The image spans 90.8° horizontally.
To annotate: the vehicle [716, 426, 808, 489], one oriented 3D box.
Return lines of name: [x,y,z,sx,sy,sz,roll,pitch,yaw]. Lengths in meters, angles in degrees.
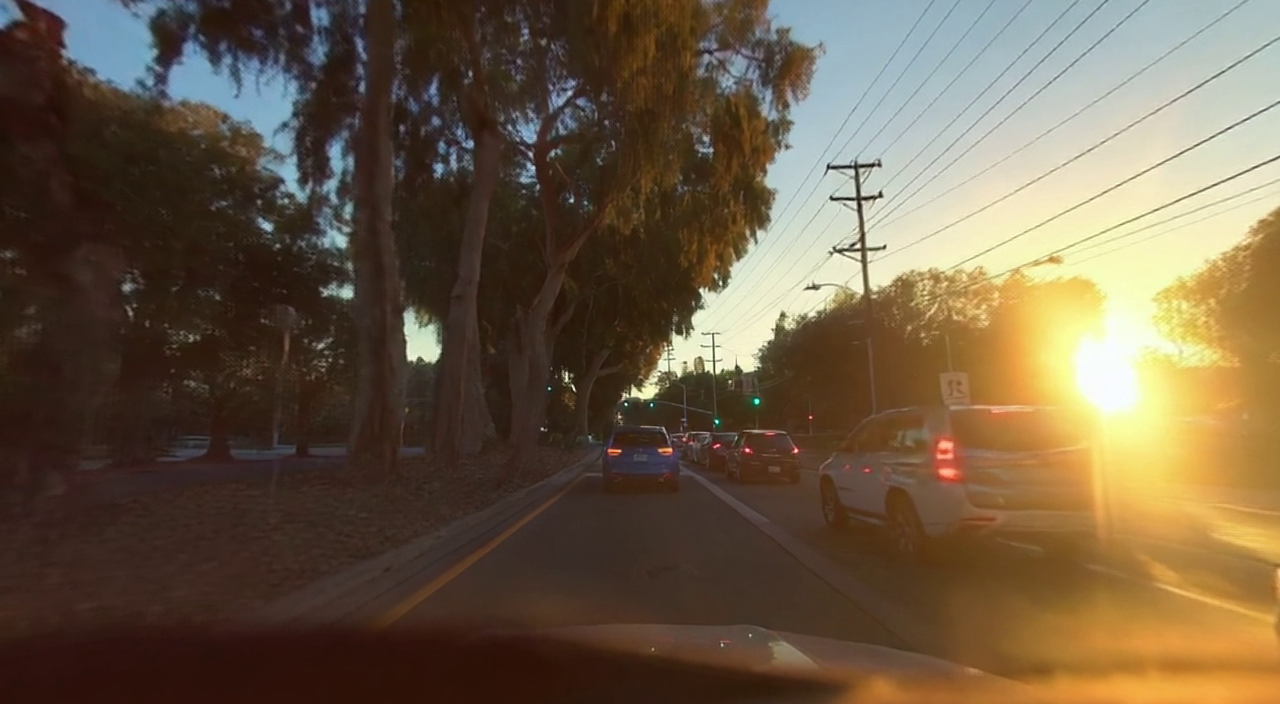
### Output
vehicle: [3.500,3.102,18.793,1.923,1.653,3.703,0,-8,-1]

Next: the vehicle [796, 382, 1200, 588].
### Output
vehicle: [3.864,1.549,8.242,2.254,1.840,4.918,0,-8,-1]

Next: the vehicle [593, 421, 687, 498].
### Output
vehicle: [-0.029,2.762,16.607,2.163,1.746,4.073,0,-8,-1]
